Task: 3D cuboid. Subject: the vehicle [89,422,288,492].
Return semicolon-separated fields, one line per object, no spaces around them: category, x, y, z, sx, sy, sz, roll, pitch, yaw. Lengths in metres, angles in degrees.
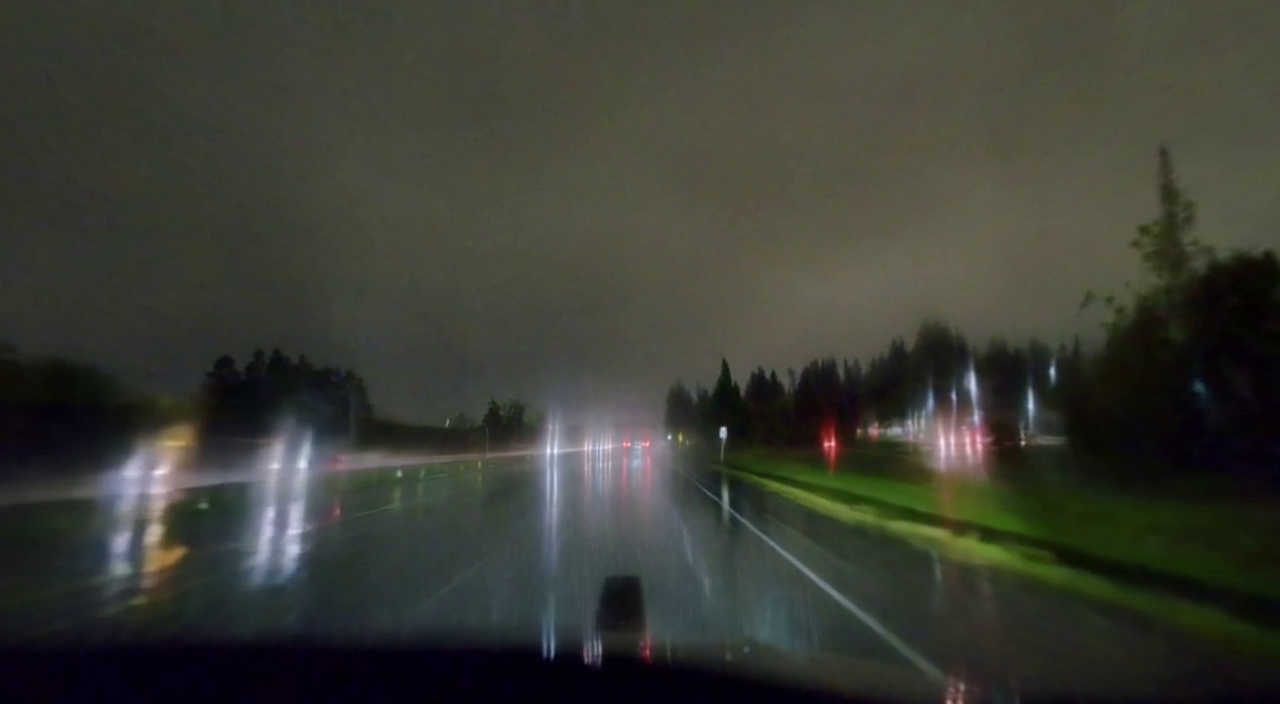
vehicle;-23.305;5.540;33.666;2.969;3.150;10.176;0;-9;1

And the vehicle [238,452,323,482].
vehicle;-19.698;6.293;34.752;1.974;1.481;4.441;0;-9;2
